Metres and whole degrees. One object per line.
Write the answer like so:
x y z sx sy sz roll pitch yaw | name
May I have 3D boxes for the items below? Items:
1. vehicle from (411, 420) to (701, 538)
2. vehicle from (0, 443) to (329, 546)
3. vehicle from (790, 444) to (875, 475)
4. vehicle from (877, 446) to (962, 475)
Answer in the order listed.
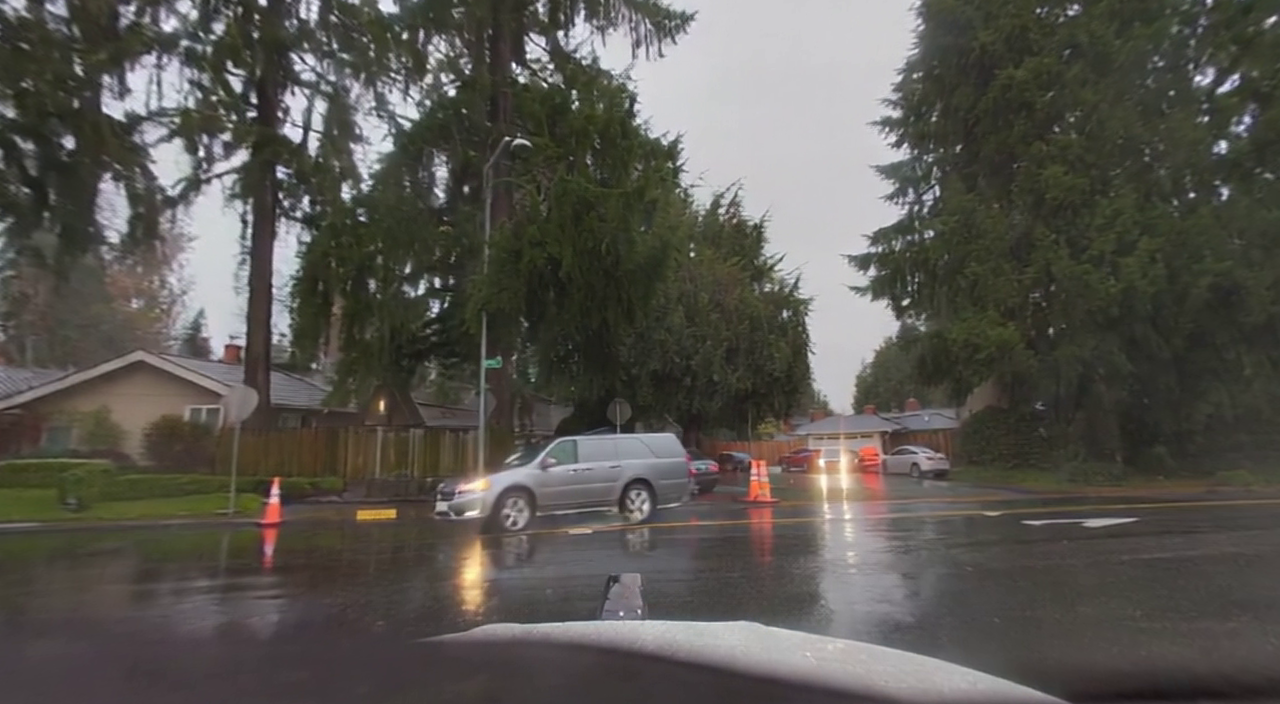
-1.591 2.298 11.951 5.047 1.851 2.103 3 -9 -20 | vehicle
-10.306 2.764 12.898 6.643 1.777 2.925 3 -9 -17 | vehicle
12.892 7.179 42.361 4.984 1.912 2.132 3 -9 -16 | vehicle
15.141 5.872 34.294 3.863 1.453 1.826 3 -8 -15 | vehicle
